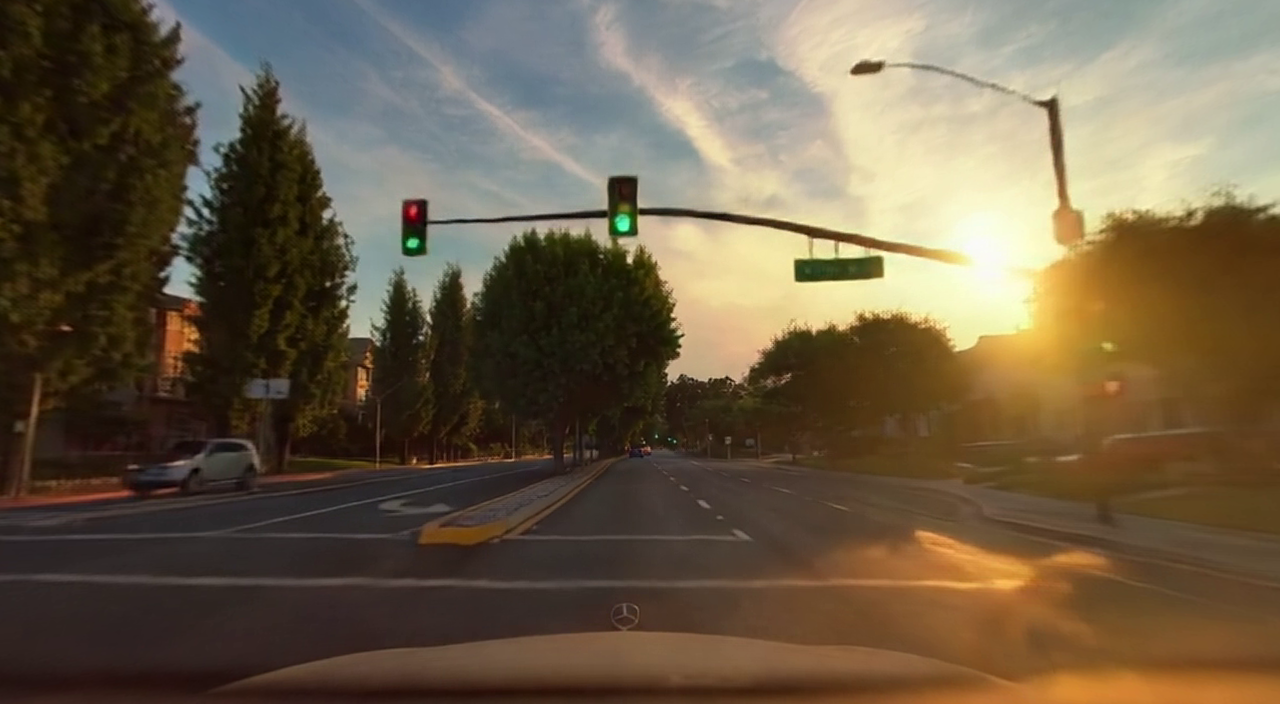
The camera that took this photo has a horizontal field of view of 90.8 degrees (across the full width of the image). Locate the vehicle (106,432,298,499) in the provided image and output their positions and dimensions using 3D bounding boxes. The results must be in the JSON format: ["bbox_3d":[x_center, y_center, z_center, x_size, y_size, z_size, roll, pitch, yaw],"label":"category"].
[{"bbox_3d":[-15.243,3.979,22.635,2.403,2.039,5.887,-1,-9,3],"label":"vehicle"}]
